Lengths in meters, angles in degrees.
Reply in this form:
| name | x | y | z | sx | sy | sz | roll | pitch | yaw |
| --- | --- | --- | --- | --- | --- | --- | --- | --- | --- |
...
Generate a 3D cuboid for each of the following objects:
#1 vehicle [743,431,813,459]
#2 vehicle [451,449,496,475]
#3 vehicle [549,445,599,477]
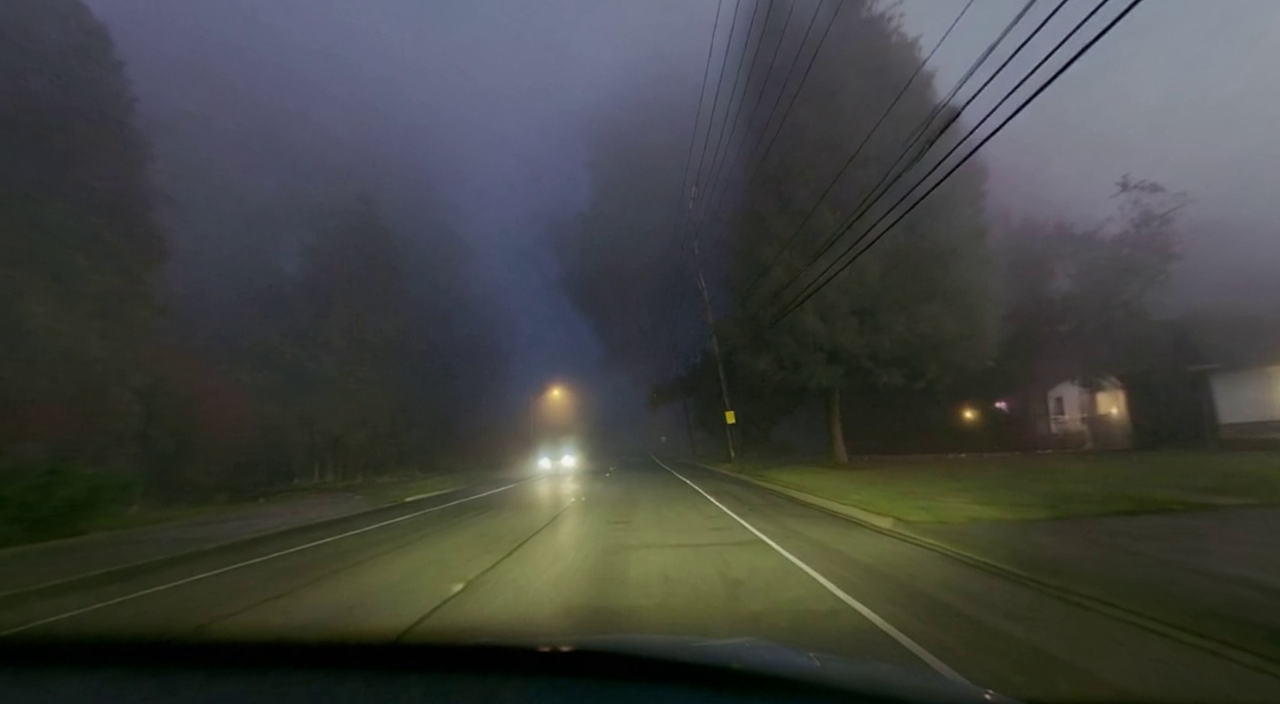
| name | x | y | z | sx | sy | sz | roll | pitch | yaw |
| --- | --- | --- | --- | --- | --- | --- | --- | --- | --- |
| vehicle | 10.354 | 7.020 | 47.535 | 4.626 | 1.731 | 2.007 | -3 | -9 | -2 |
| vehicle | -13.128 | 8.649 | 49.962 | 2.053 | 1.906 | 4.889 | 0 | -9 | 3 |
| vehicle | -3.498 | 5.853 | 34.088 | 2.102 | 1.524 | 4.387 | -3 | -9 | 1 |
